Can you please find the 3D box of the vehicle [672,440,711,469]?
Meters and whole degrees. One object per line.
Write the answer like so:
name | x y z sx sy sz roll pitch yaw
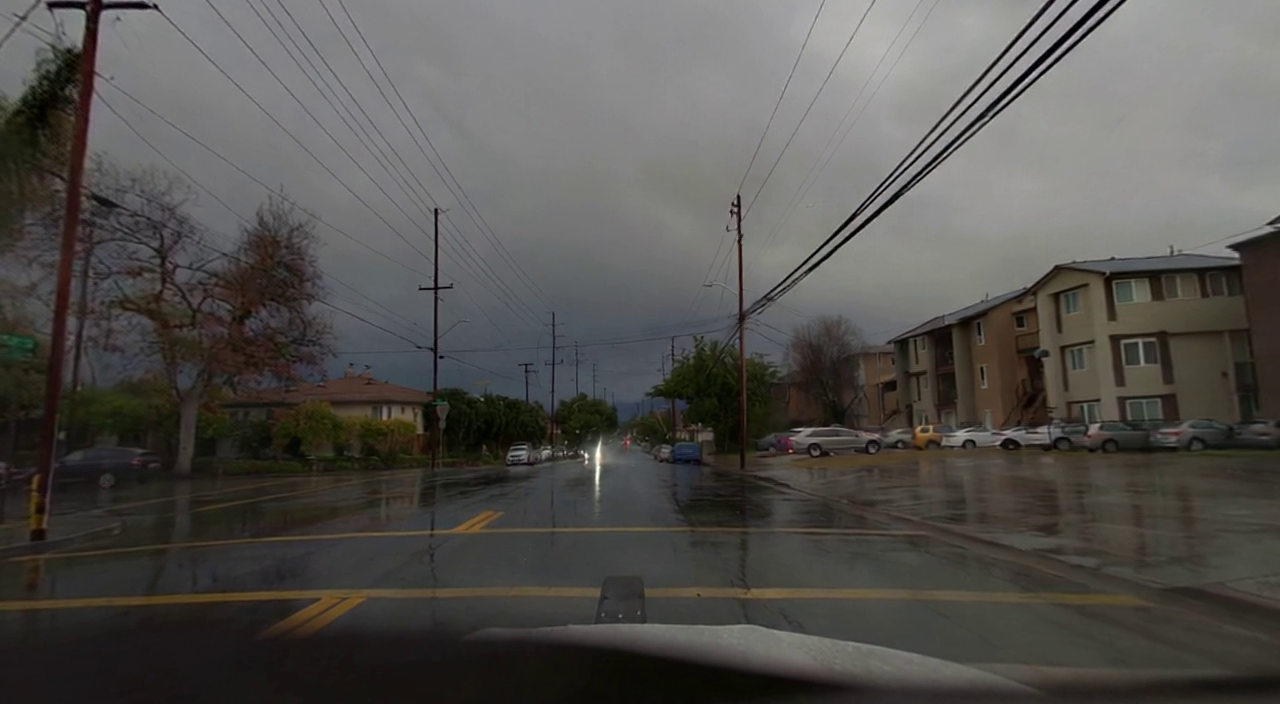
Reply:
vehicle | 3.256 6.575 40.762 1.993 1.755 4.256 0 -8 -2

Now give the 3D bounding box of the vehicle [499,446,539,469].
vehicle | -8.536 7.434 44.807 2.066 1.472 4.353 0 -8 -1

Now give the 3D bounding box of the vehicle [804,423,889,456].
vehicle | 11.207 4.754 34.134 4.509 1.664 1.981 6 -10 -35

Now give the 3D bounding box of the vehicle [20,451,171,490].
vehicle | -22.299 4.855 26.022 4.424 1.486 1.814 0 -8 -2

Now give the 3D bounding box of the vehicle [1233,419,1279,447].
vehicle | 33.084 4.233 32.938 3.433 1.389 1.683 3 -8 -22

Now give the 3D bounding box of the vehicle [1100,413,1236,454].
vehicle | 22.397 3.503 26.902 4.002 1.505 2.061 -1 -10 -5
